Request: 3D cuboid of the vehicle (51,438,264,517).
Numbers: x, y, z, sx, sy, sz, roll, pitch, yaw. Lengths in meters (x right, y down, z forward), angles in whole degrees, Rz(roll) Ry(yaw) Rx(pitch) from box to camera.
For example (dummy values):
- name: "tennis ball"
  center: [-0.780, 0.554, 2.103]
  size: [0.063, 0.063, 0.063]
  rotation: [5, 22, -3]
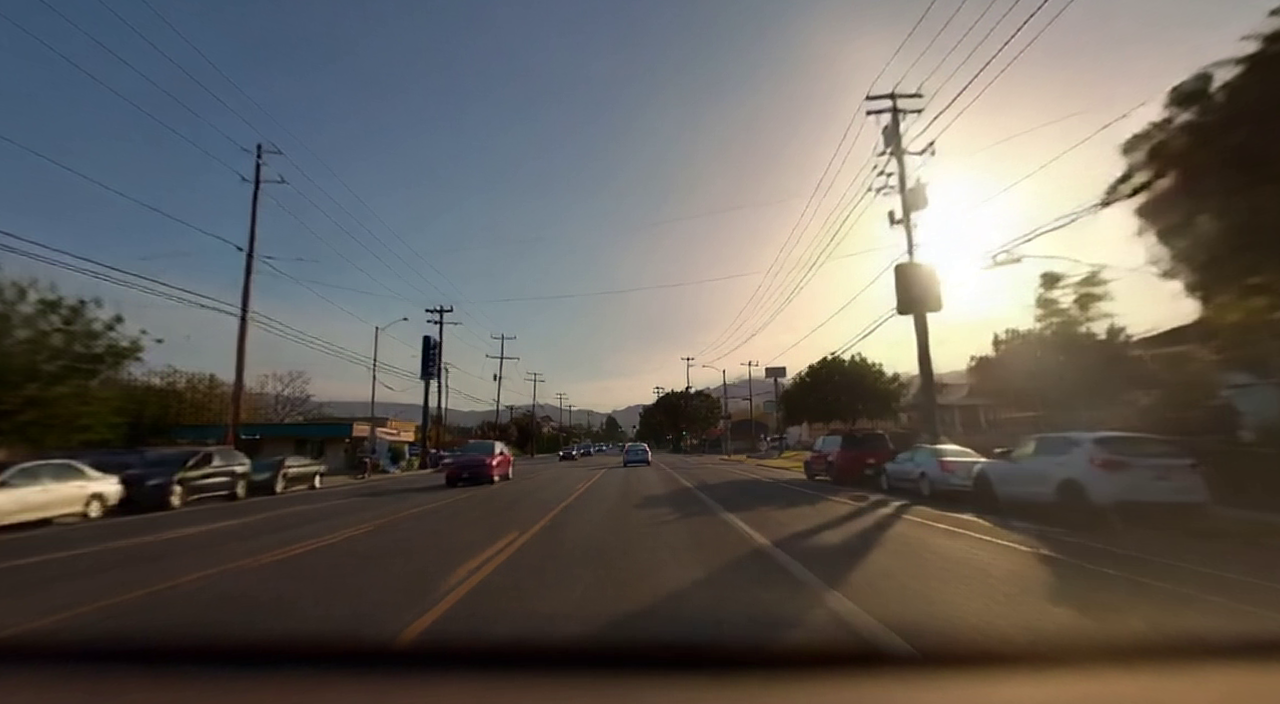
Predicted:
- name: "vehicle"
  center: [-14.300, 3.660, 19.365]
  size: [2.138, 1.906, 5.692]
  rotation: [-3, -8, -1]

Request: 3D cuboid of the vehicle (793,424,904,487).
- name: "vehicle"
  center: [7.612, 3.861, 23.821]
  size: [2.257, 2.072, 5.376]
  rotation: [0, -8, -1]

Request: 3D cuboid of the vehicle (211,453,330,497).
- name: "vehicle"
  center: [-14.192, 4.720, 24.670]
  size: [1.850, 1.467, 4.742]
  rotation: [0, -8, -1]

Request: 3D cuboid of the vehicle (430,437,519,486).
- name: "vehicle"
  center: [-6.296, 4.224, 24.713]
  size: [2.254, 1.732, 4.571]
  rotation: [0, -8, 0]

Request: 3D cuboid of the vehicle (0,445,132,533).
- name: "vehicle"
  center: [-14.197, 2.939, 13.830]
  size: [2.041, 1.789, 5.070]
  rotation: [0, -8, -2]

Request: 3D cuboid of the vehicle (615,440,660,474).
- name: "vehicle"
  center: [-0.140, 5.182, 31.512]
  size: [2.067, 1.547, 4.513]
  rotation: [0, -8, -1]

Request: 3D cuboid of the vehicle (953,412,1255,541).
- name: "vehicle"
  center: [7.881, 2.139, 11.454]
  size: [2.026, 1.851, 4.360]
  rotation: [0, -8, -2]

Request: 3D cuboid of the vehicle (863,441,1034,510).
- name: "vehicle"
  center: [7.594, 3.053, 16.216]
  size: [1.854, 1.485, 4.736]
  rotation: [0, -8, -2]
